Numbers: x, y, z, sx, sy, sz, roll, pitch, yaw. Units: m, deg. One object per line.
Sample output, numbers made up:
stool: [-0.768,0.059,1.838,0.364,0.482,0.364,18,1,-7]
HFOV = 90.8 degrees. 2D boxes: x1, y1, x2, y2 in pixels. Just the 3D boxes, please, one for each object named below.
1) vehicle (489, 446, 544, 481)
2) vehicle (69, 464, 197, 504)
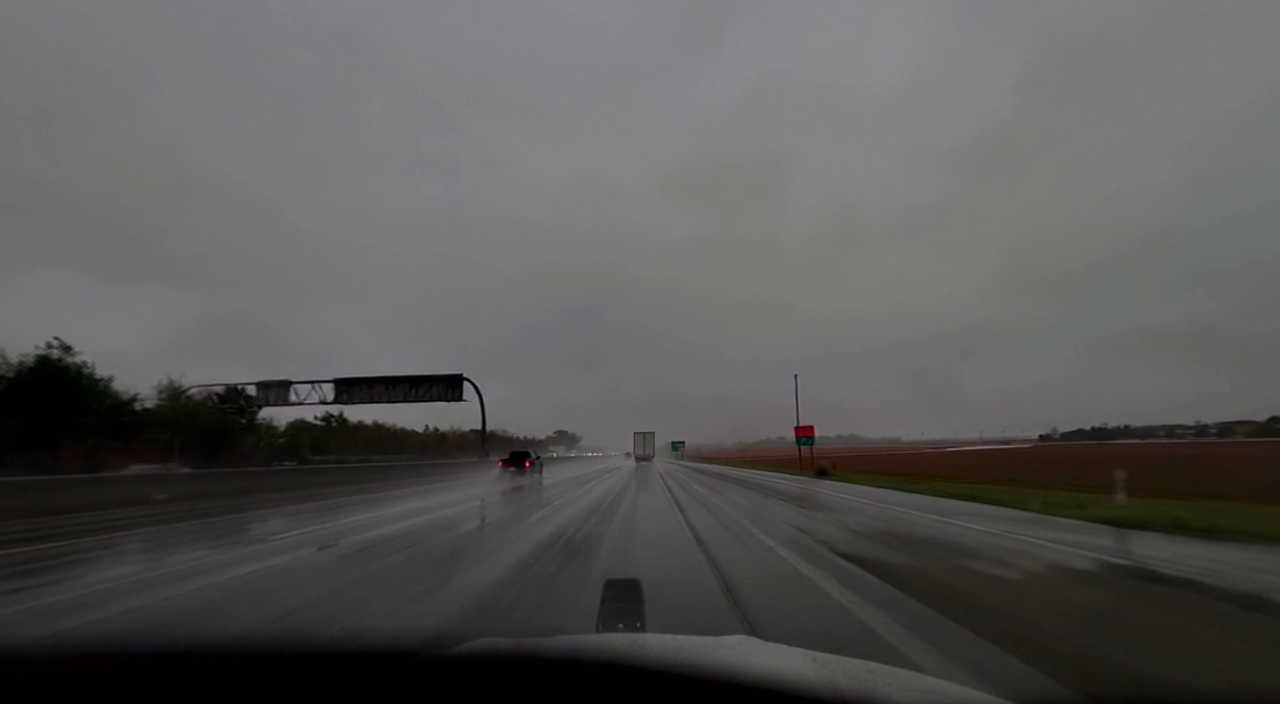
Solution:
vehicle: [-6.947,6.295,35.935,2.052,1.817,4.744,0,-9,1]
vehicle: [-21.922,5.683,27.555,1.795,1.484,4.539,0,-9,0]
